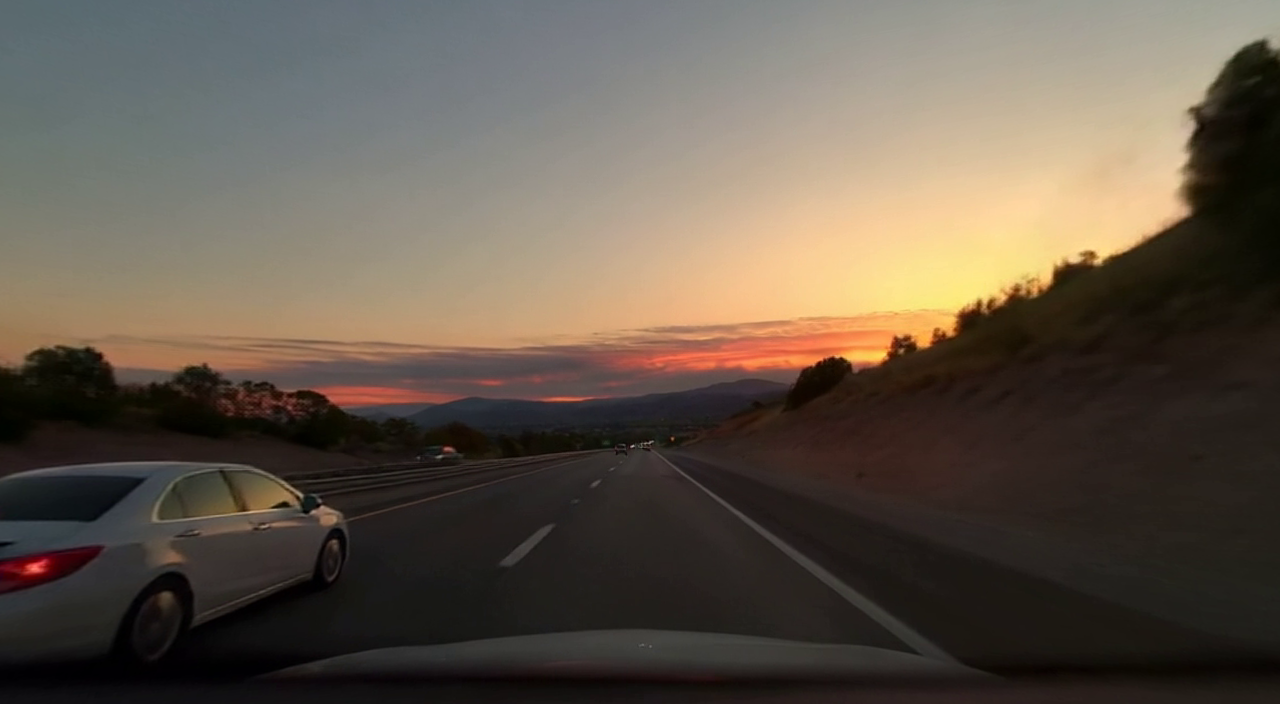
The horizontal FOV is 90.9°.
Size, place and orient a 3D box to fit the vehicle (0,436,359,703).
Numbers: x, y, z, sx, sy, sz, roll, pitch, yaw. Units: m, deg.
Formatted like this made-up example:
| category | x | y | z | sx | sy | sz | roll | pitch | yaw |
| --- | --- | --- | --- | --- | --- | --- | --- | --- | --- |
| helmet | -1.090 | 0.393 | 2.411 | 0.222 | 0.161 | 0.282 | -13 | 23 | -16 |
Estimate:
| category | x | y | z | sx | sy | sz | roll | pitch | yaw |
| --- | --- | --- | --- | --- | --- | --- | --- | --- | --- |
| vehicle | -3.626 | 1.141 | 3.420 | 2.096 | 1.343 | 4.503 | 0 | -8 | 0 |
